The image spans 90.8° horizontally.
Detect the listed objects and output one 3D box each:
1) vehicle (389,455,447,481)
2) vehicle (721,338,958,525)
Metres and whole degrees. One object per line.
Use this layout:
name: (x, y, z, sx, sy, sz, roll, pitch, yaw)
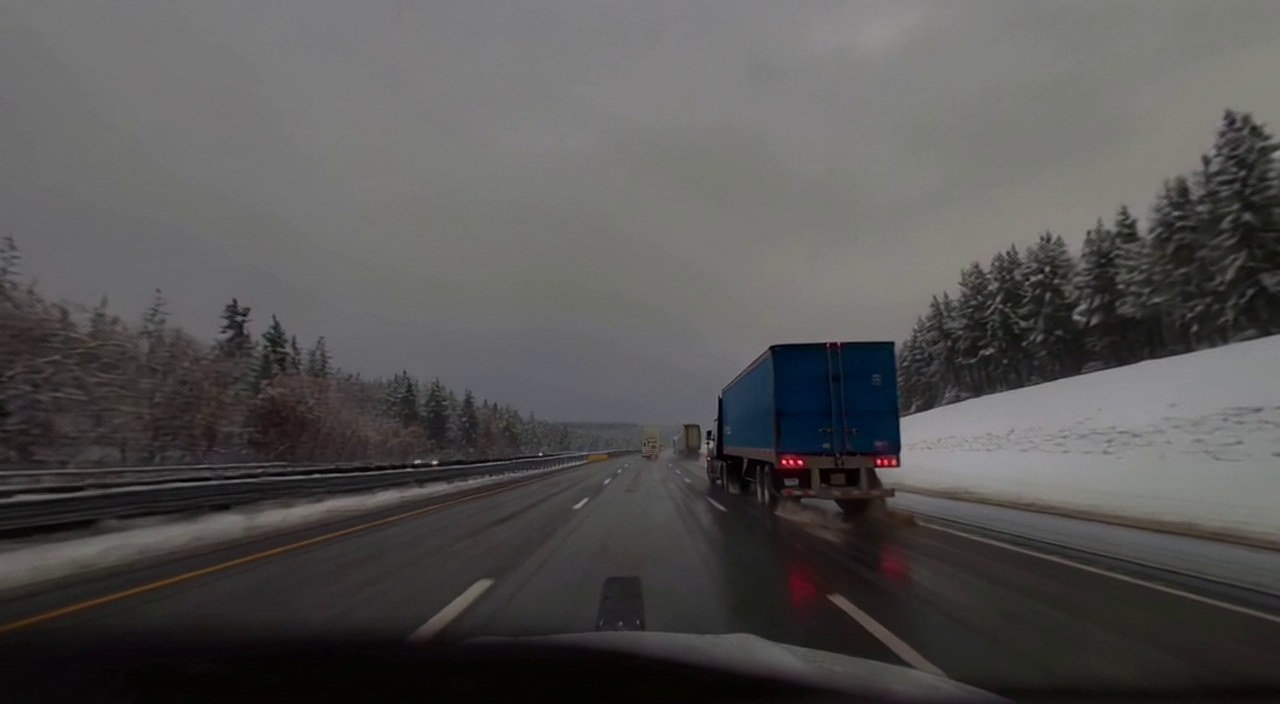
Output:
vehicle: (-14.008, 7.328, 40.111, 1.984, 1.488, 4.545, 0, -9, 1)
vehicle: (4.159, 2.099, 15.918, 2.960, 3.381, 8.914, 0, -9, -1)
